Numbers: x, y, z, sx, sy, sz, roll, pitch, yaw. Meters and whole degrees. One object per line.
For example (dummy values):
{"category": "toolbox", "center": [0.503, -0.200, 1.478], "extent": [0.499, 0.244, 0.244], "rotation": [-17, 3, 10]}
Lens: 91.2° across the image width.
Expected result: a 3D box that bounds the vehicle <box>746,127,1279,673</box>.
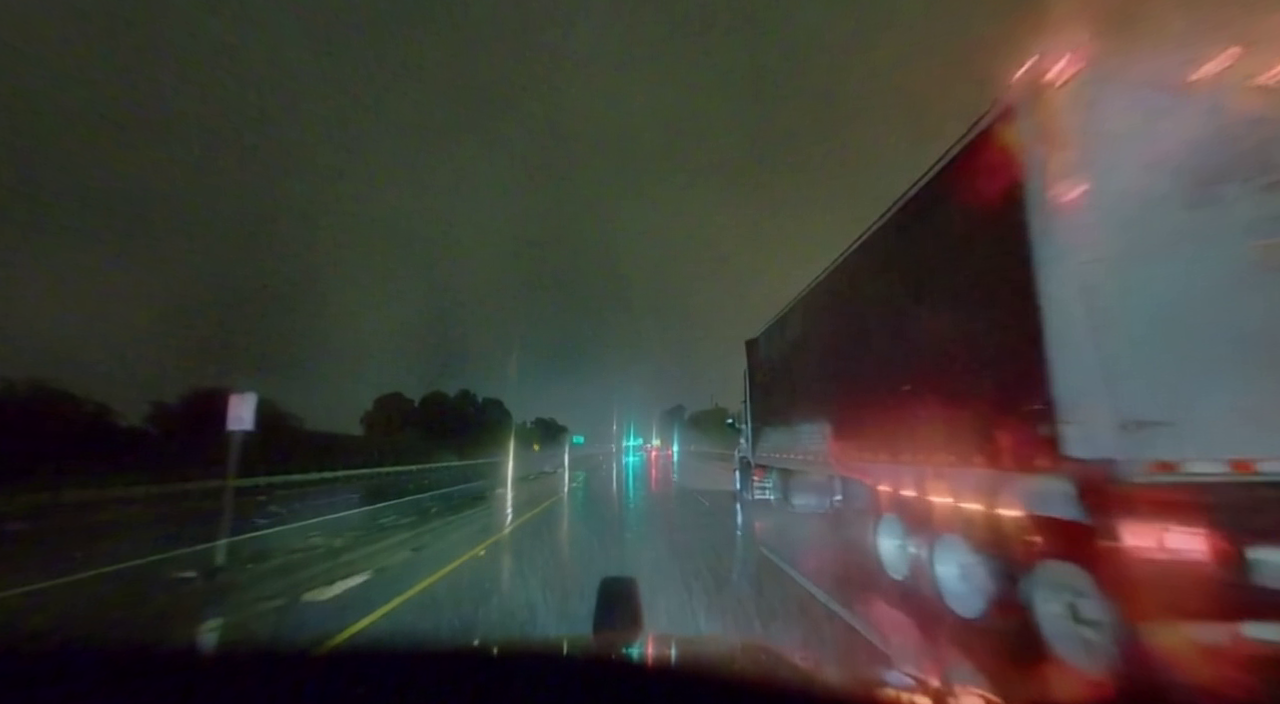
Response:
{"category": "vehicle", "center": [3.513, 0.775, 7.669], "extent": [2.859, 3.332, 7.735], "rotation": [0, -9, -1]}
